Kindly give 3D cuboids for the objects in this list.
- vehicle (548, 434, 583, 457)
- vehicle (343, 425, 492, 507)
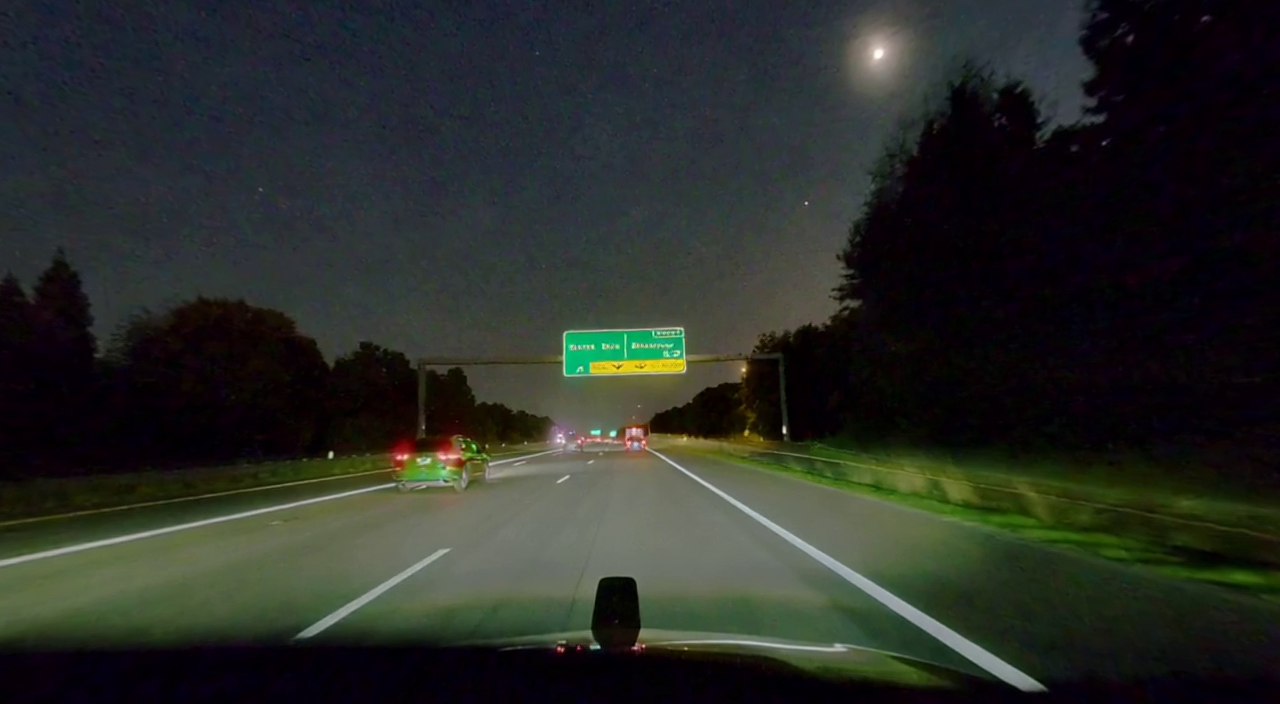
[{"bbox_3d":[-5.078,6.446,43.537,1.972,1.537,4.173,0,-8,-1],"label":"vehicle"},{"bbox_3d":[-4.625,2.396,13.748,1.959,1.514,3.668,0,-8,-1],"label":"vehicle"}]
